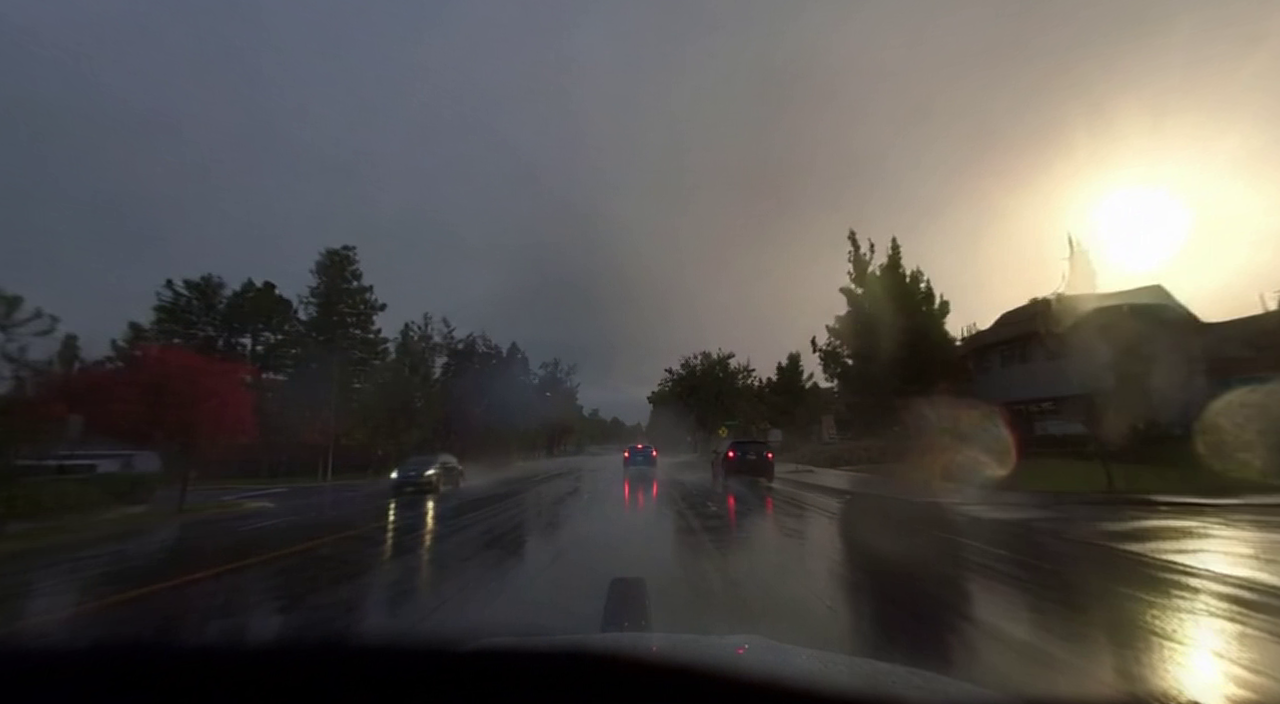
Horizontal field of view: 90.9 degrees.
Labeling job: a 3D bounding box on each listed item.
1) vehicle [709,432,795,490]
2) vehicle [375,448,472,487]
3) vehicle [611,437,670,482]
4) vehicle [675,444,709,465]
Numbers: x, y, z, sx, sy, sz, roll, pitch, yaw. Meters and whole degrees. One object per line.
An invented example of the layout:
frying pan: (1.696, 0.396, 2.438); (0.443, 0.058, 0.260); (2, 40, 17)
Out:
vehicle: (3.592, 3.605, 21.117); (2.024, 1.711, 4.512); (0, -8, 0)
vehicle: (-10.998, 5.882, 32.121); (4.296, 1.611, 1.942); (-6, -10, 12)
vehicle: (0.048, 4.339, 25.672); (2.200, 1.653, 4.127); (0, -8, 1)
vehicle: (3.684, 7.380, 45.544); (2.099, 1.463, 4.130); (0, -8, 0)
